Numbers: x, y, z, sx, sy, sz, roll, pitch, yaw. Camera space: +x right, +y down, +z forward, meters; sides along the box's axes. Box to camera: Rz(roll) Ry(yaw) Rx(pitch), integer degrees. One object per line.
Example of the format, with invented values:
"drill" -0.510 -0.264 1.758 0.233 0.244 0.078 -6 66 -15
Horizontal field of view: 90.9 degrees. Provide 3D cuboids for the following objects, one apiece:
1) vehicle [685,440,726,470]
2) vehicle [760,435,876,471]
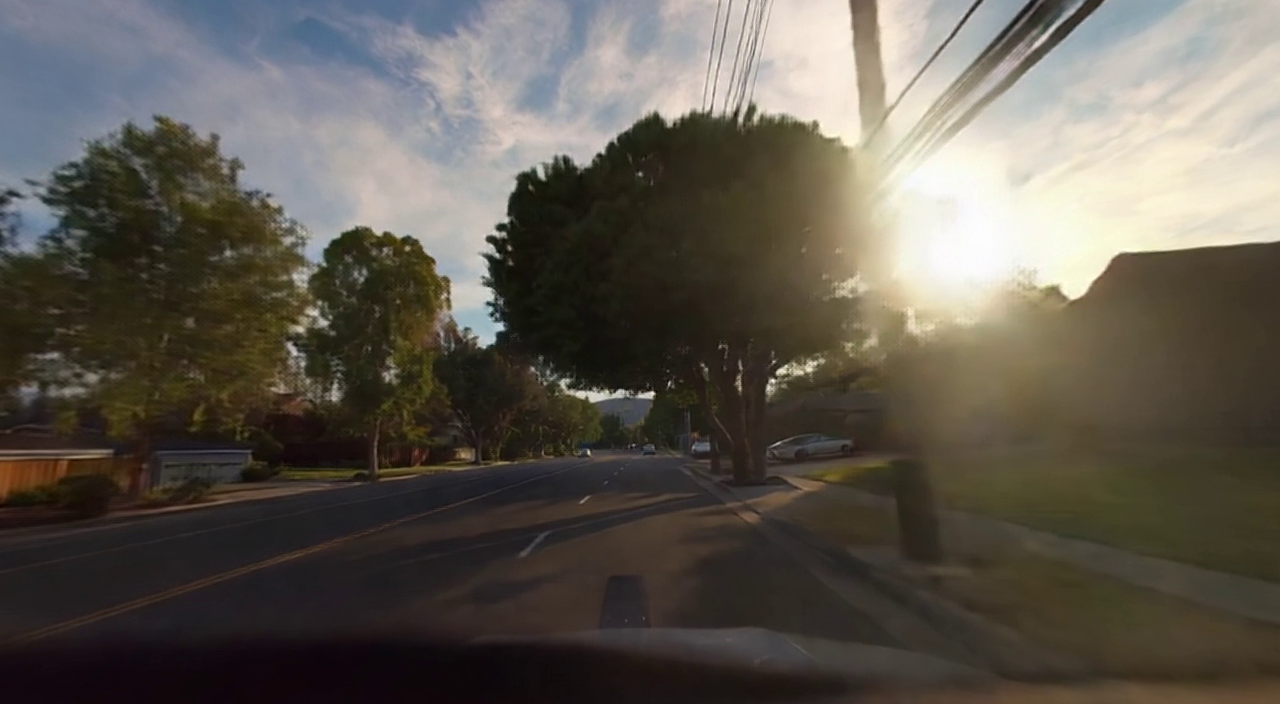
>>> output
"vehicle" 4.397 7.004 43.008 2.228 1.885 4.854 0 -8 0
"vehicle" 8.040 4.586 28.793 4.719 1.556 1.869 0 -9 0
